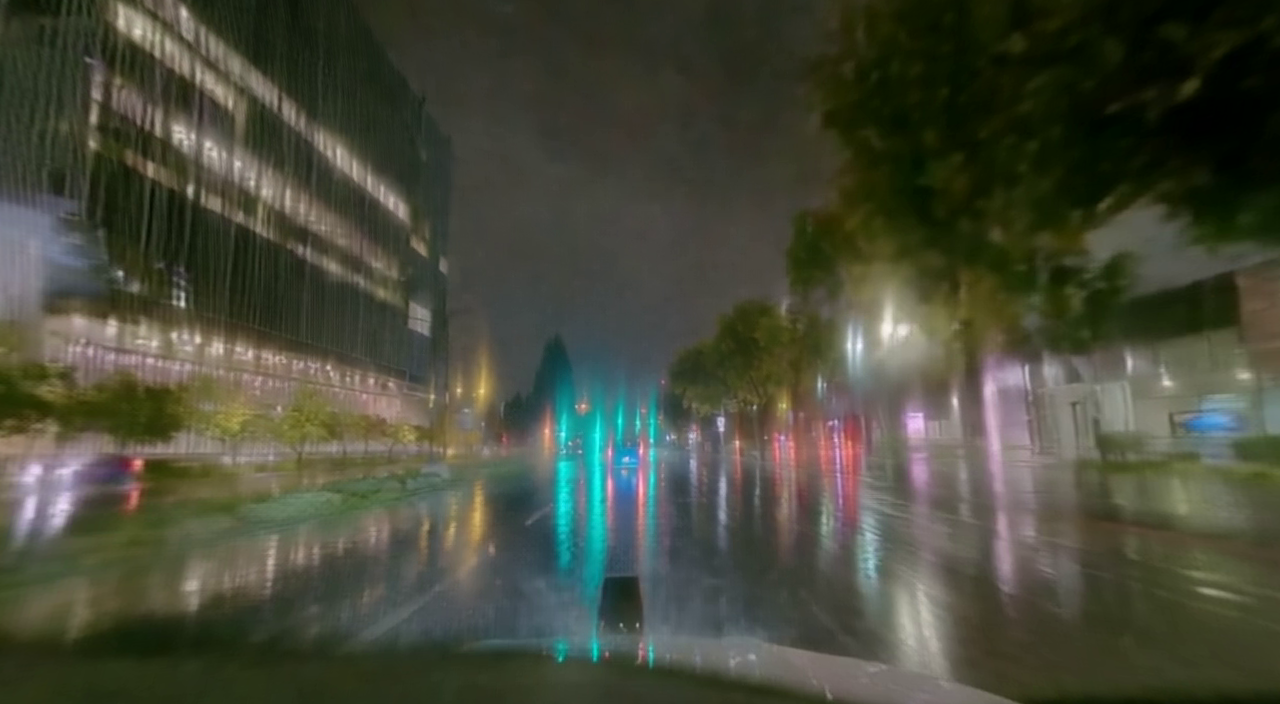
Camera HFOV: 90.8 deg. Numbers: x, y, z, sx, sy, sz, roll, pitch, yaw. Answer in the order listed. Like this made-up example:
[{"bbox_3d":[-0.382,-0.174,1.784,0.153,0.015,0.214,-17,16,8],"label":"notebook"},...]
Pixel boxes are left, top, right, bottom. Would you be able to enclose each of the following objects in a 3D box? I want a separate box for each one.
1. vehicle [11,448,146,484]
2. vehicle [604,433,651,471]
[{"bbox_3d":[-29.692,6.001,33.629,4.813,1.783,1.983,3,-9,-20],"label":"vehicle"},{"bbox_3d":[-0.624,5.254,33.356,2.313,1.860,4.319,0,-8,-1],"label":"vehicle"}]
